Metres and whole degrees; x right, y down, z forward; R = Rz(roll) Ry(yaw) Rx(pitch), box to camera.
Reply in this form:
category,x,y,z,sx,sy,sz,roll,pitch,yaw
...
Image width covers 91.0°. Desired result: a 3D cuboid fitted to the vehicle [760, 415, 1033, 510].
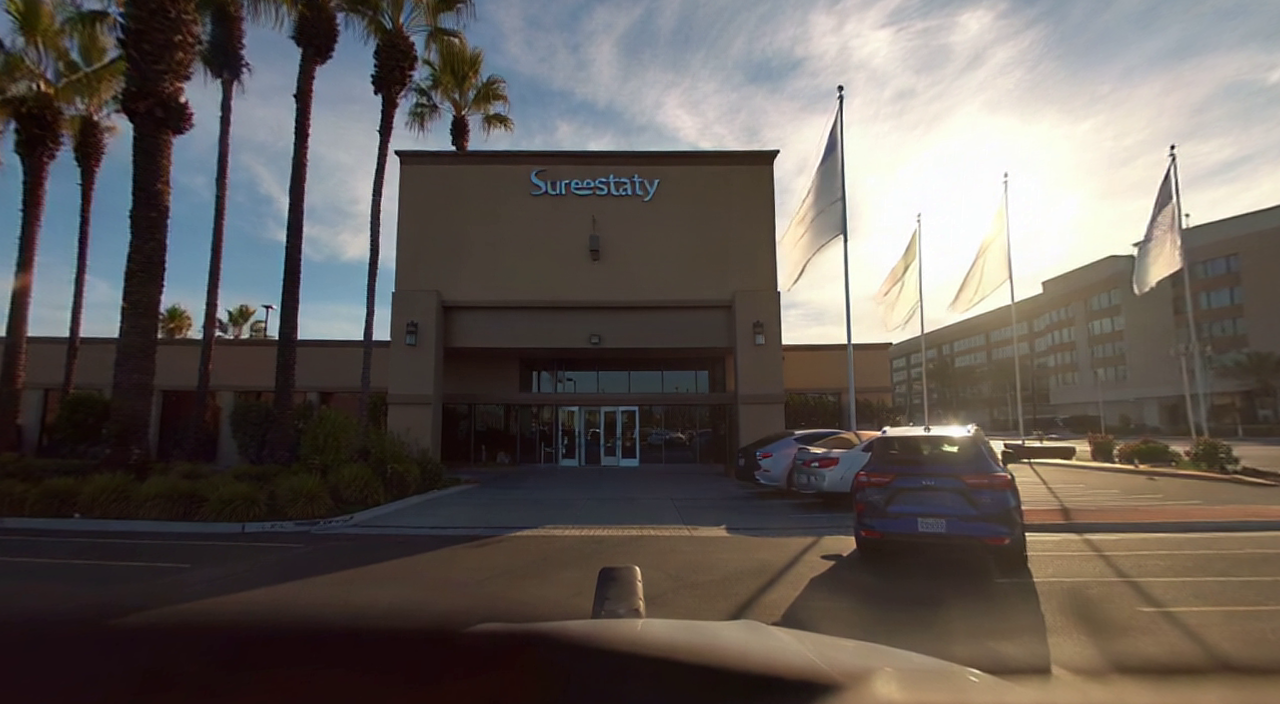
category,x,y,z,sx,sy,sz,roll,pitch,yaw
vehicle,4.883,2.174,12.565,4.567,1.723,1.926,0,-8,0

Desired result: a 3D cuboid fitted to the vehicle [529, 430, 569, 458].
category,x,y,z,sx,sy,sz,roll,pitch,yaw
vehicle,-6.641,6.776,46.314,1.943,1.890,4.472,-3,-8,4
